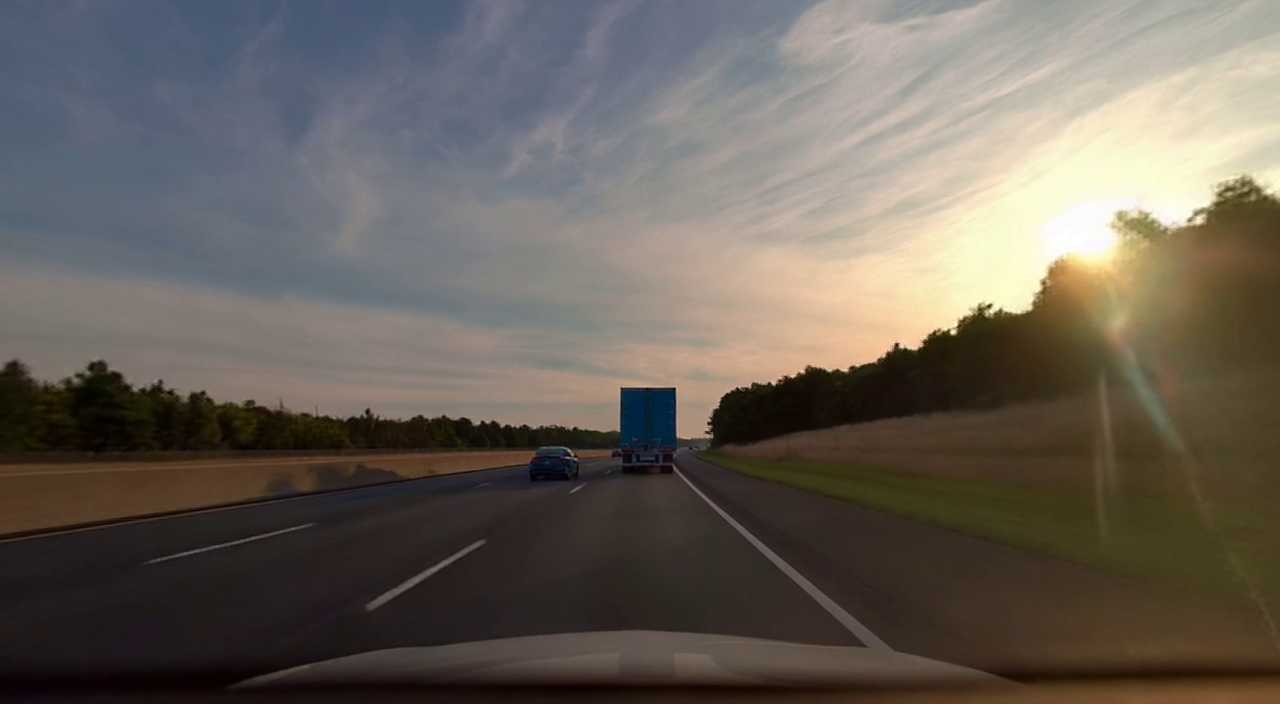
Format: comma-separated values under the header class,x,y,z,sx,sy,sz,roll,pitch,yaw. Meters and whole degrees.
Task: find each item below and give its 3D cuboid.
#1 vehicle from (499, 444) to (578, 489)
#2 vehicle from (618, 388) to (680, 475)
class,x,y,z,sx,sy,sz,roll,pitch,yaw
vehicle,-3.596,4.153,23.209,2.092,1.465,4.448,0,-9,1
vehicle,0.506,4.827,37.346,2.851,4.098,14.436,-2,-8,0
